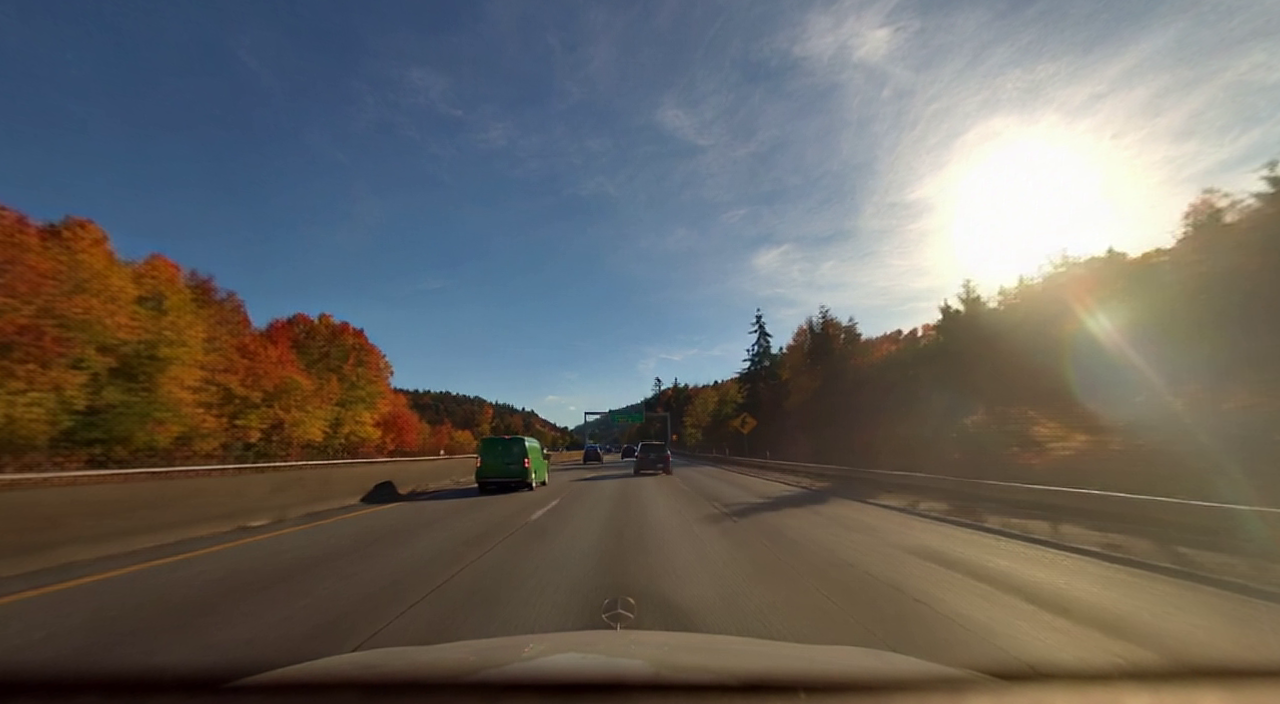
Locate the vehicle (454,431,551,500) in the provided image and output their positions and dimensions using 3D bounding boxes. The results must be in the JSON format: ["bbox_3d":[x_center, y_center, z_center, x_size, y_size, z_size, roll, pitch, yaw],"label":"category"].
[{"bbox_3d":[-3.904,3.303,18.560,2.021,1.790,3.907,0,-9,-1],"label":"vehicle"}]

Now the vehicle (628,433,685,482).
[{"bbox_3d":[0.609,4.555,27.248,2.179,1.930,4.538,0,-9,-2],"label":"vehicle"}]
